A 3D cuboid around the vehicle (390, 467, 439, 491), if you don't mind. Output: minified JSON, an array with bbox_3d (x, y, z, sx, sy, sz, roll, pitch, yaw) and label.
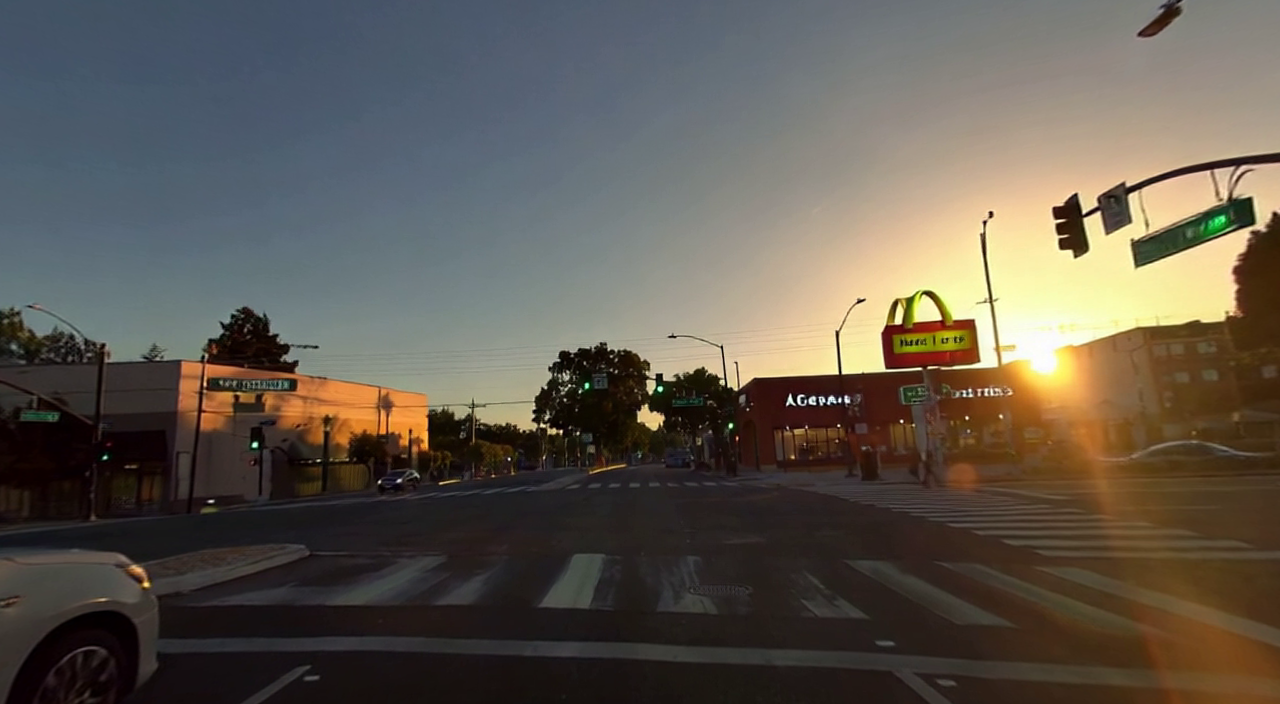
[{"bbox_3d":[-15.755,8.904,44.214,1.931,1.471,4.152,0,-9,0],"label":"vehicle"}]

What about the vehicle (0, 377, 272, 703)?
[{"bbox_3d":[-3.411,0.812,1.580,2.081,1.644,4.523,0,-9,2],"label":"vehicle"}]

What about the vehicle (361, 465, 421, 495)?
[{"bbox_3d":[-19.221,9.897,48.945,2.227,2.033,5.614,0,-9,2],"label":"vehicle"}]
